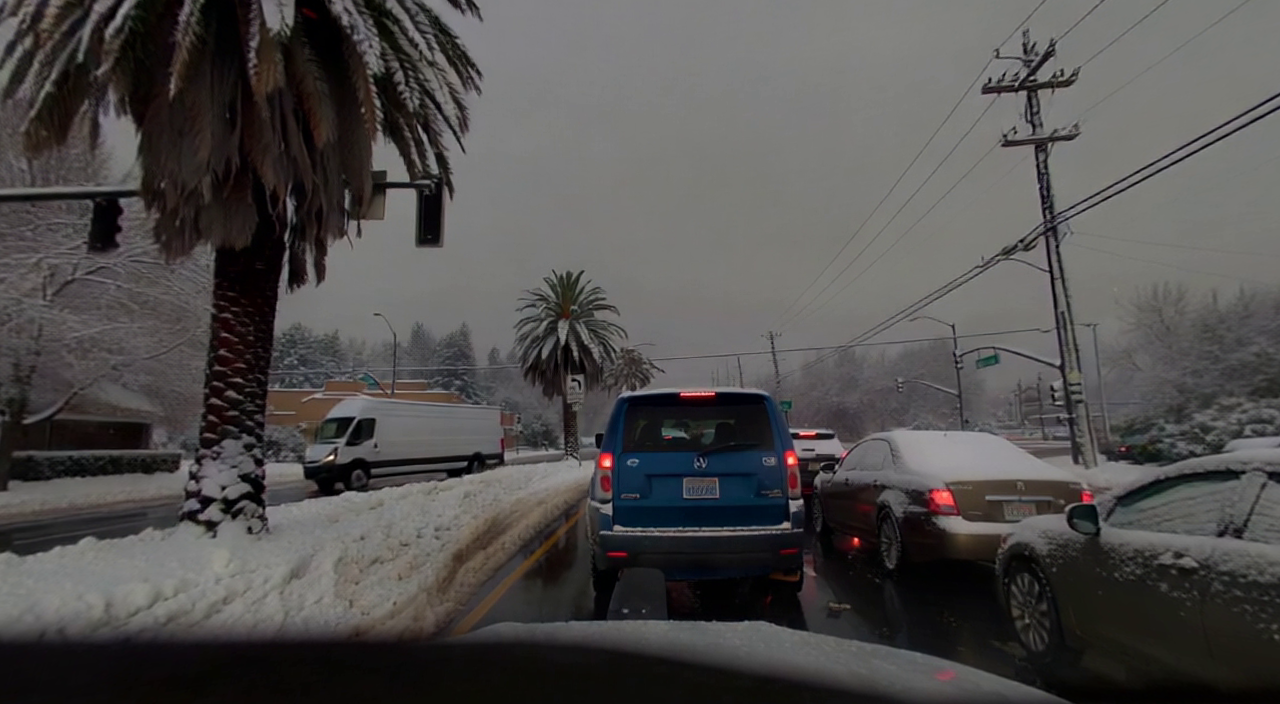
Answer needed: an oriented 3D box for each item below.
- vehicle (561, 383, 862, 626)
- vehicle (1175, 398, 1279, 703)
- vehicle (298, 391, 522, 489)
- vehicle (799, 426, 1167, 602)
[{"bbox_3d":[0.453,1.443,6.877,2.228,1.780,4.269,0,-9,-2],"label":"vehicle"},{"bbox_3d":[3.361,0.656,0.661,1.805,1.485,4.348,0,-9,1],"label":"vehicle"},{"bbox_3d":[-10.421,4.366,30.960,2.973,3.889,11.535,-4,-9,24],"label":"vehicle"},{"bbox_3d":[3.443,1.688,7.507,1.895,1.456,4.255,0,-9,-1],"label":"vehicle"}]
